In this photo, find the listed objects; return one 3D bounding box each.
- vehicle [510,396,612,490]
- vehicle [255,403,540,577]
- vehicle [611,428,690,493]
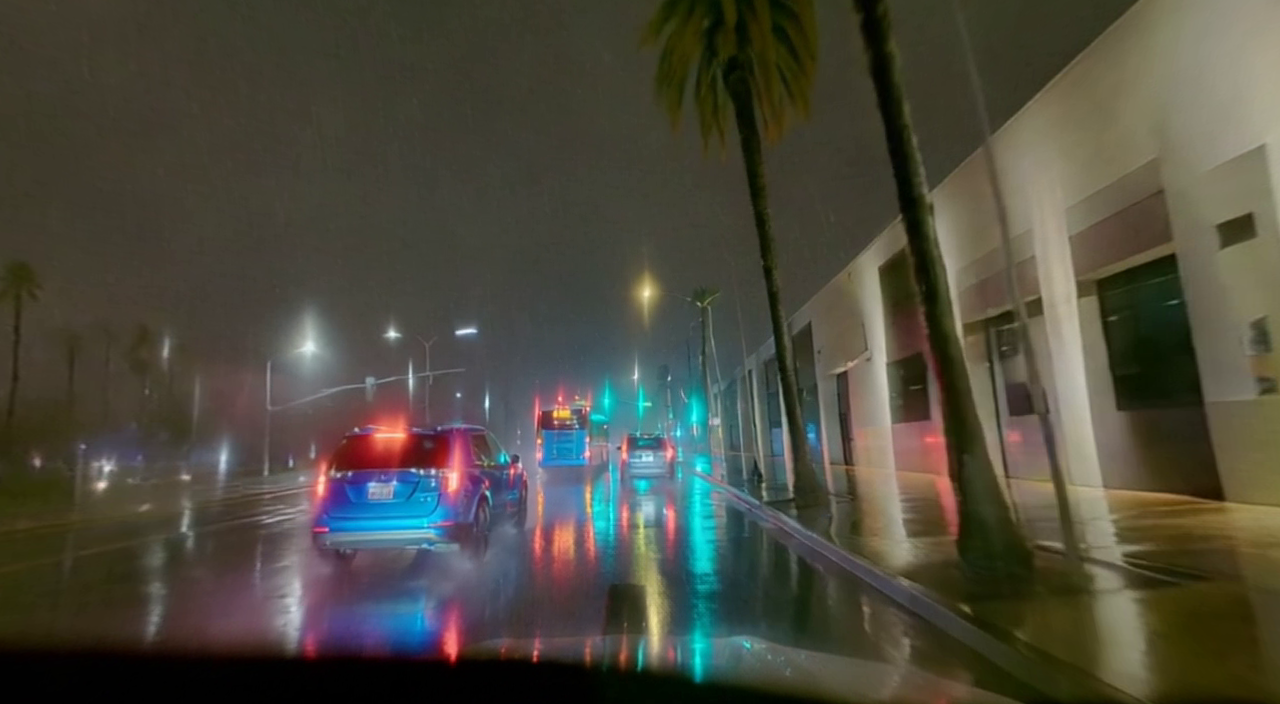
[{"bbox_3d":[-2.785,3.604,24.951,2.775,3.064,8.297,-1,-8,1],"label":"vehicle"},{"bbox_3d":[-2.906,1.783,8.947,2.124,1.799,4.587,0,-8,1],"label":"vehicle"},{"bbox_3d":[0.287,3.201,18.922,2.120,1.727,3.917,0,-8,1],"label":"vehicle"}]
